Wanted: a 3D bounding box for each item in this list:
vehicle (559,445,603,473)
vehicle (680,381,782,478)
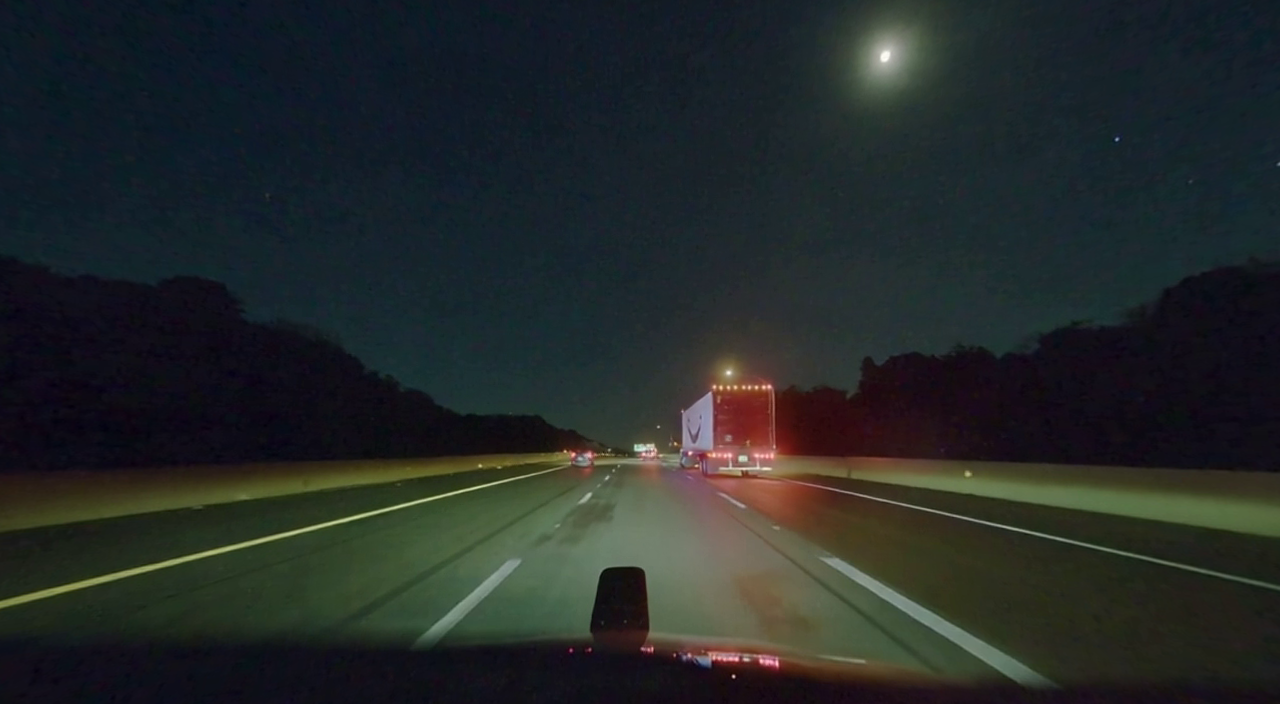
[{"bbox_3d":[-3.463,6.420,37.797,2.200,1.562,4.959,0,-9,0],"label":"vehicle"},{"bbox_3d":[4.330,4.475,34.639,2.928,4.021,17.190,0,-8,0],"label":"vehicle"}]
